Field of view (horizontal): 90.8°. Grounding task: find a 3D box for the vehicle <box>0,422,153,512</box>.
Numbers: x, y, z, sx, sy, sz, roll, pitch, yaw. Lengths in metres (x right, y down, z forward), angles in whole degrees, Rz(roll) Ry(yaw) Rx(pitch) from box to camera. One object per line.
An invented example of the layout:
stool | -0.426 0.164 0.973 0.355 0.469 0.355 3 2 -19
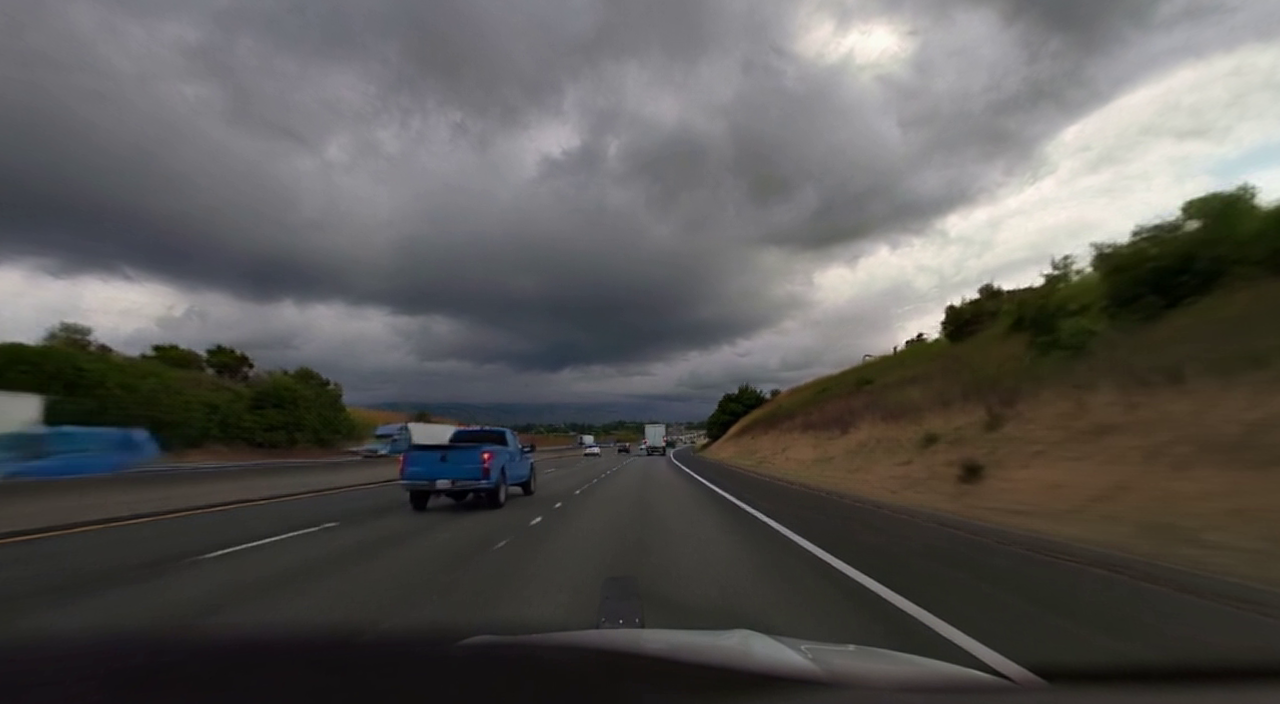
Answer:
vehicle | -18.862 3.571 19.915 2.295 2.456 5.687 0 -9 1

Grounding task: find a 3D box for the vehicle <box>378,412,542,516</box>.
vehicle | -3.846 2.538 14.706 2.216 1.949 5.237 0 -9 1
